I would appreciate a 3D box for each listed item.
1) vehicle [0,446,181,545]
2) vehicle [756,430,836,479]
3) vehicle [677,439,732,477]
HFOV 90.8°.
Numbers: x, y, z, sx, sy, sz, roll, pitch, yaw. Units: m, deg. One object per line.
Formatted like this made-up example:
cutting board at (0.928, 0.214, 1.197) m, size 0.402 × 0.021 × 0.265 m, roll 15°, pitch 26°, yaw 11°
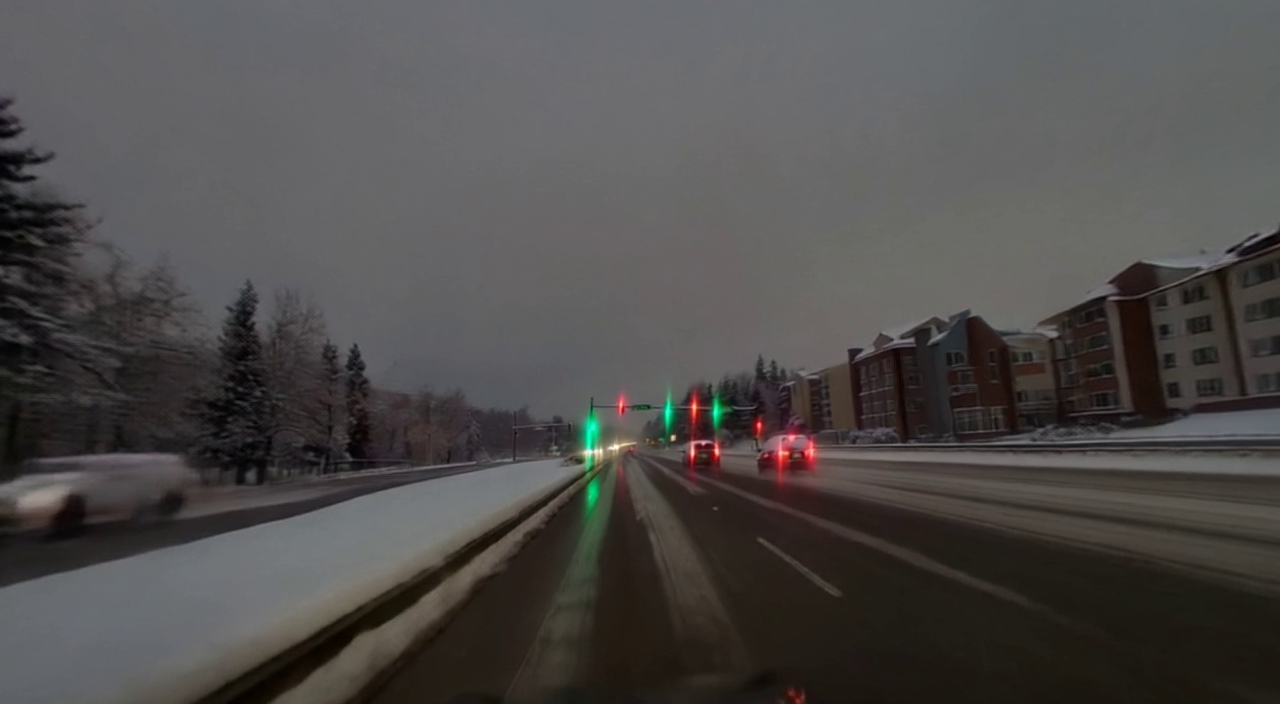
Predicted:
vehicle at (-11.096, 2.541, 11.639) m, size 1.802 × 1.560 × 4.476 m, roll -1°, pitch -8°, yaw 2°
vehicle at (6.242, 4.172, 25.904) m, size 1.946 × 1.773 × 4.641 m, roll 0°, pitch -8°, yaw -2°
vehicle at (2.858, 4.792, 28.798) m, size 1.917 × 1.538 × 4.259 m, roll 0°, pitch -8°, yaw -2°
